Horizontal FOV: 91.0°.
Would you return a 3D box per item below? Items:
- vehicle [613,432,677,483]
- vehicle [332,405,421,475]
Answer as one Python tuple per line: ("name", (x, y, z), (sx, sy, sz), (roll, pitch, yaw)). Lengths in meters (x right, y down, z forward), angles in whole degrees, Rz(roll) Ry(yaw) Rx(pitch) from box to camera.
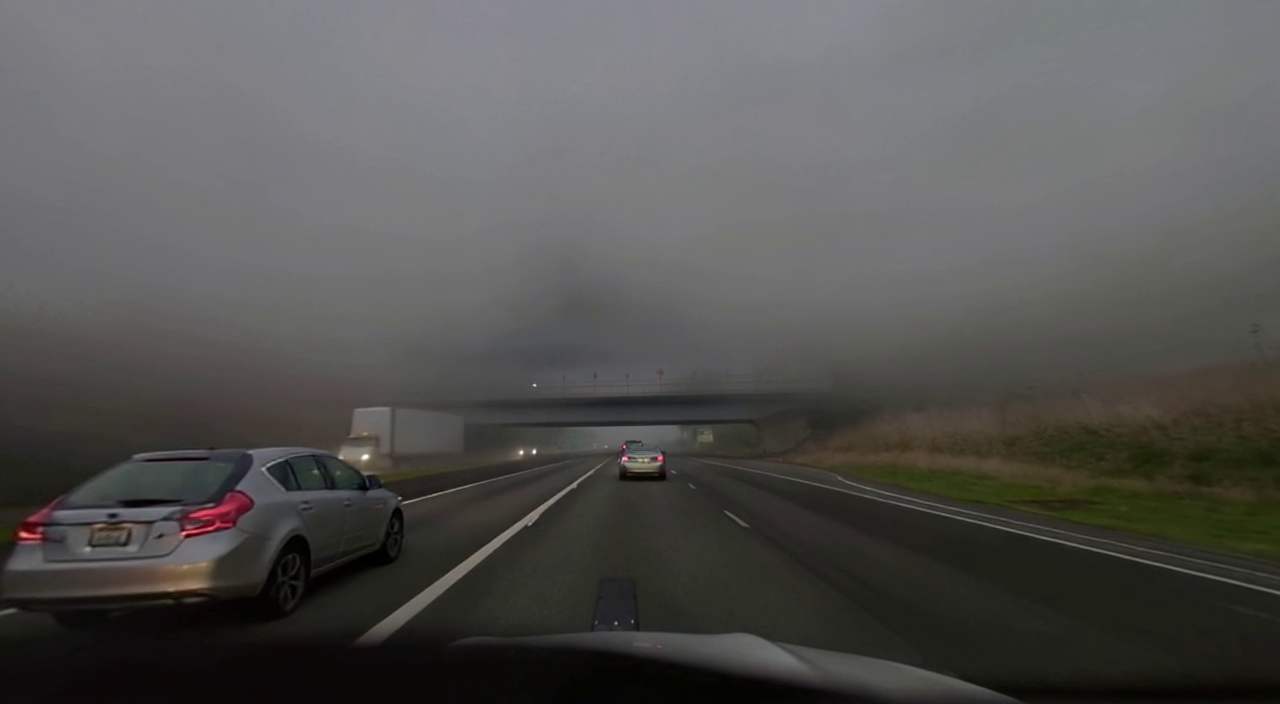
("vehicle", (0.106, 3.746, 22.653), (2.092, 1.636, 4.024), (0, -8, -2))
("vehicle", (-16.075, 5.426, 38.915), (3.032, 3.983, 5.800), (0, -8, -1))
